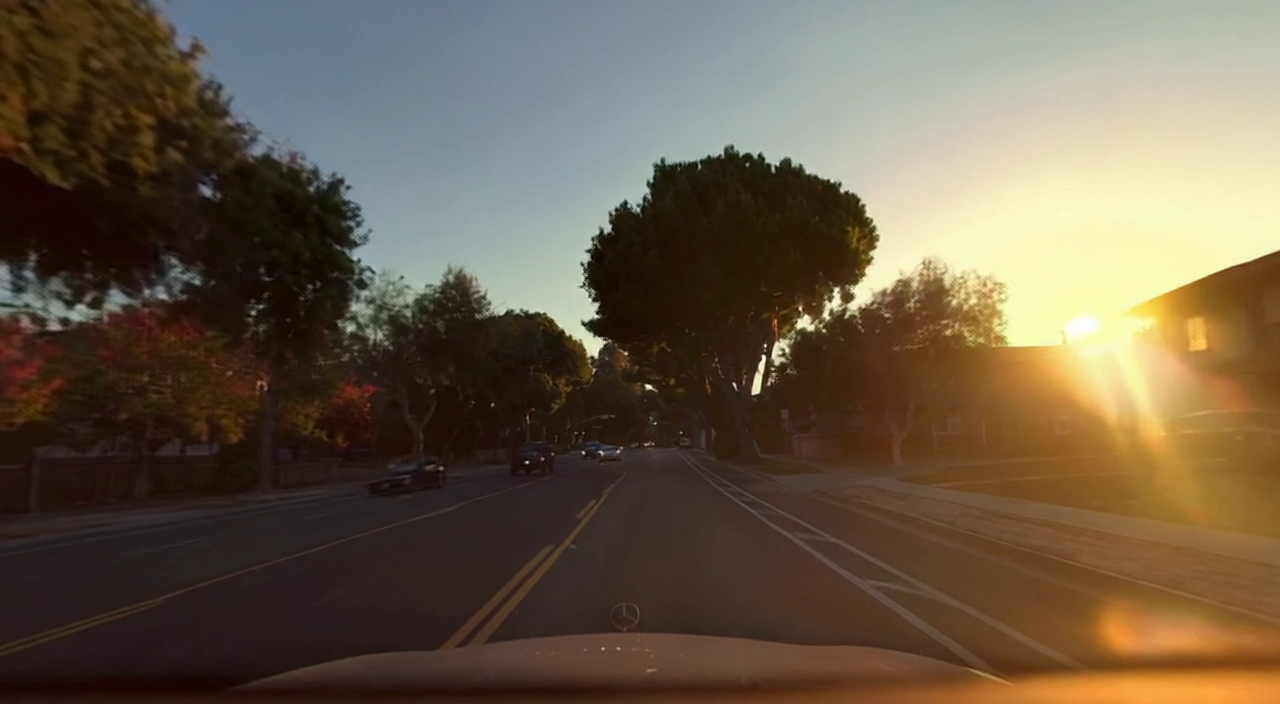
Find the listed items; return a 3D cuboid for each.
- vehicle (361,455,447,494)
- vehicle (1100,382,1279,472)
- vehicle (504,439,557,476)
[{"bbox_3d":[-9.953,5.169,26.921,1.865,1.441,4.422,0,-8,1],"label":"vehicle"},{"bbox_3d":[14.133,1.823,15.276,1.968,1.835,5.277,-1,-7,1],"label":"vehicle"},{"bbox_3d":[-6.045,5.870,35.264,2.063,1.859,4.812,0,-8,1],"label":"vehicle"}]
